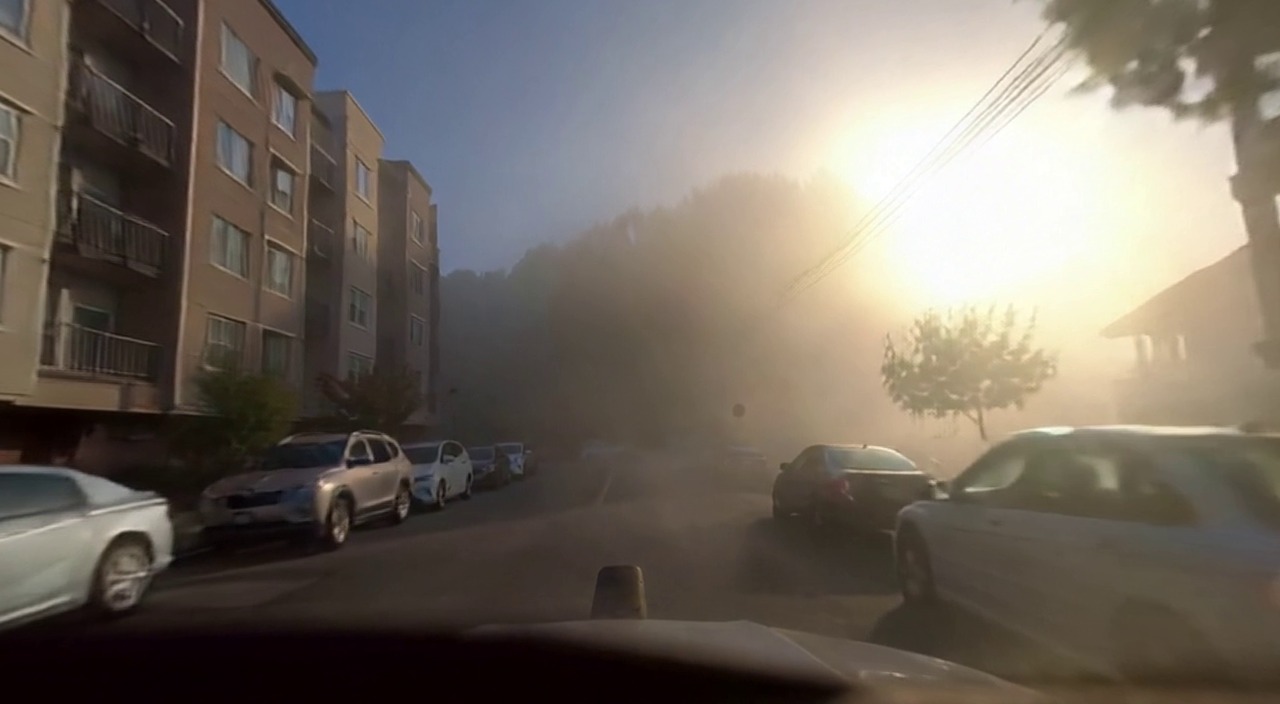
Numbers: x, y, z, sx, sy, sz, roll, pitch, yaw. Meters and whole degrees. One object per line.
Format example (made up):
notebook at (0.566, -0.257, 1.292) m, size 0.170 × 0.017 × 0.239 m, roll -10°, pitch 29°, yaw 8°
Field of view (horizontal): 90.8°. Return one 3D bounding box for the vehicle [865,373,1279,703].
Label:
vehicle at (3.219, 1.125, 3.866) m, size 2.099 × 1.585 × 4.208 m, roll 0°, pitch -8°, yaw 0°

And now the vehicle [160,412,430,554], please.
vehicle at (-5.551, 2.143, 11.100) m, size 2.216 × 1.953 × 4.553 m, roll 0°, pitch -8°, yaw -1°

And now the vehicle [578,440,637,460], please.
vehicle at (-2.510, 7.526, 48.700) m, size 4.489 × 1.470 × 1.776 m, roll 1°, pitch -8°, yaw -3°

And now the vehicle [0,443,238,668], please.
vehicle at (-5.372, 1.379, 4.316) m, size 2.119 × 1.500 × 4.953 m, roll 0°, pitch -8°, yaw -2°

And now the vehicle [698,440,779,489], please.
vehicle at (3.241, 3.800, 21.659) m, size 1.919 × 1.490 × 4.339 m, roll 0°, pitch -8°, yaw -2°
